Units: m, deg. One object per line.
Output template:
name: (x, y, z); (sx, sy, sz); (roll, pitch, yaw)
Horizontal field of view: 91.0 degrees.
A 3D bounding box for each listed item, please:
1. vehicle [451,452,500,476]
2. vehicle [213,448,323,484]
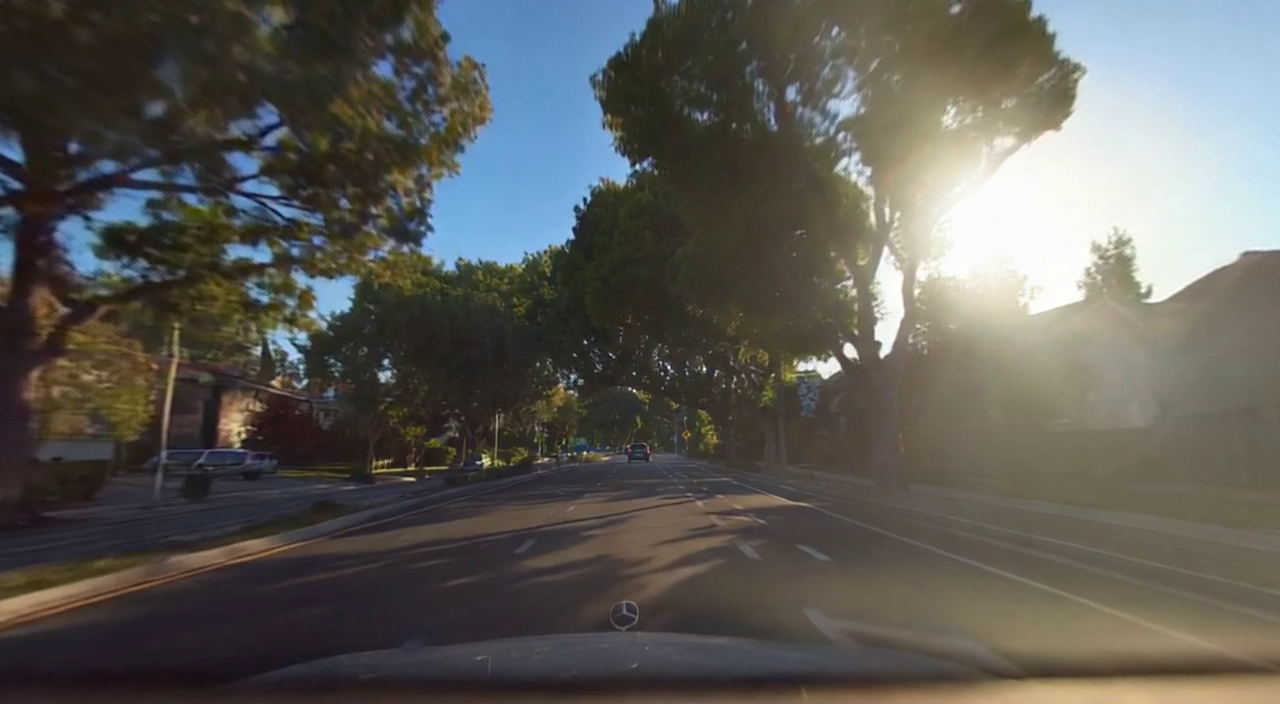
vehicle: (-11.794, 8.070, 45.482); (2.150, 1.518, 4.785); (-2, -10, 1)
vehicle: (-18.890, 5.767, 32.094); (4.170, 1.704, 2.174); (0, -9, 2)
